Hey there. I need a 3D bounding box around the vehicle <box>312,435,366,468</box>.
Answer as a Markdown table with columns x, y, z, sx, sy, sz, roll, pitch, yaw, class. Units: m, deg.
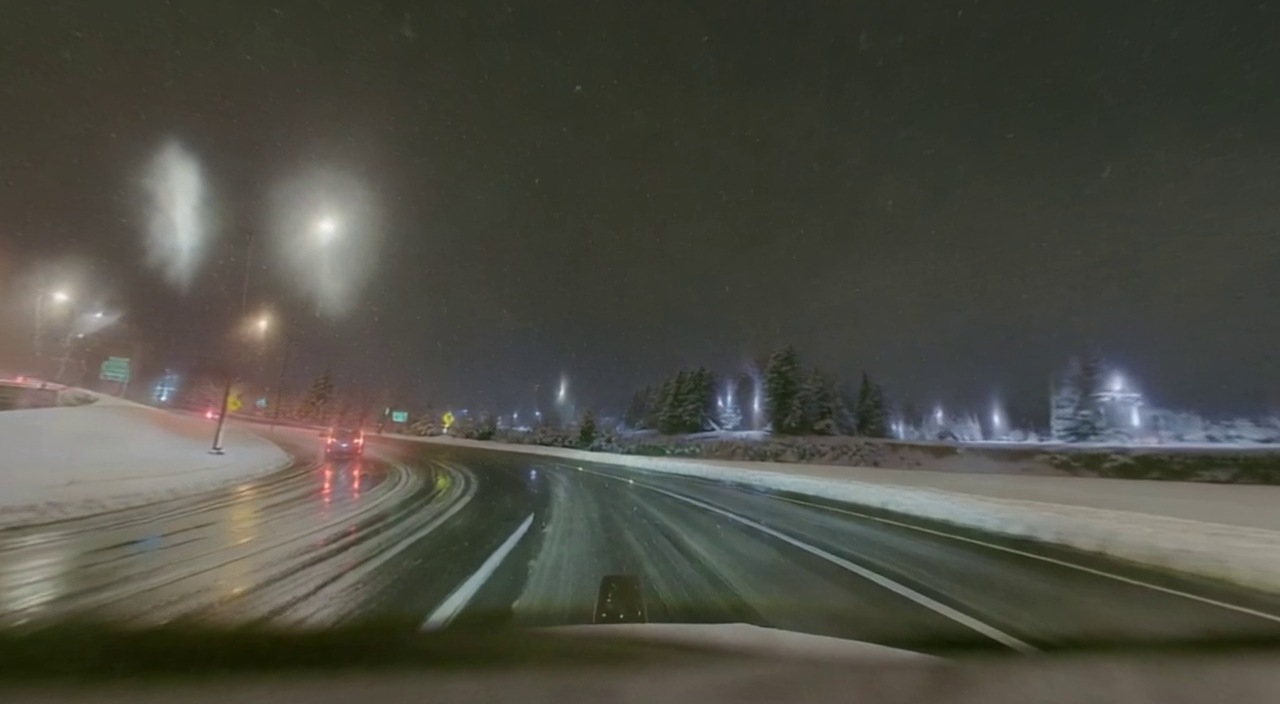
| x | y | z | sx | sy | sz | roll | pitch | yaw | class |
| --- | --- | --- | --- | --- | --- | --- | --- | --- | --- |
| -15.602 | 5.139 | 32.522 | 2.234 | 1.588 | 4.484 | 5 | -10 | -27 | vehicle |
